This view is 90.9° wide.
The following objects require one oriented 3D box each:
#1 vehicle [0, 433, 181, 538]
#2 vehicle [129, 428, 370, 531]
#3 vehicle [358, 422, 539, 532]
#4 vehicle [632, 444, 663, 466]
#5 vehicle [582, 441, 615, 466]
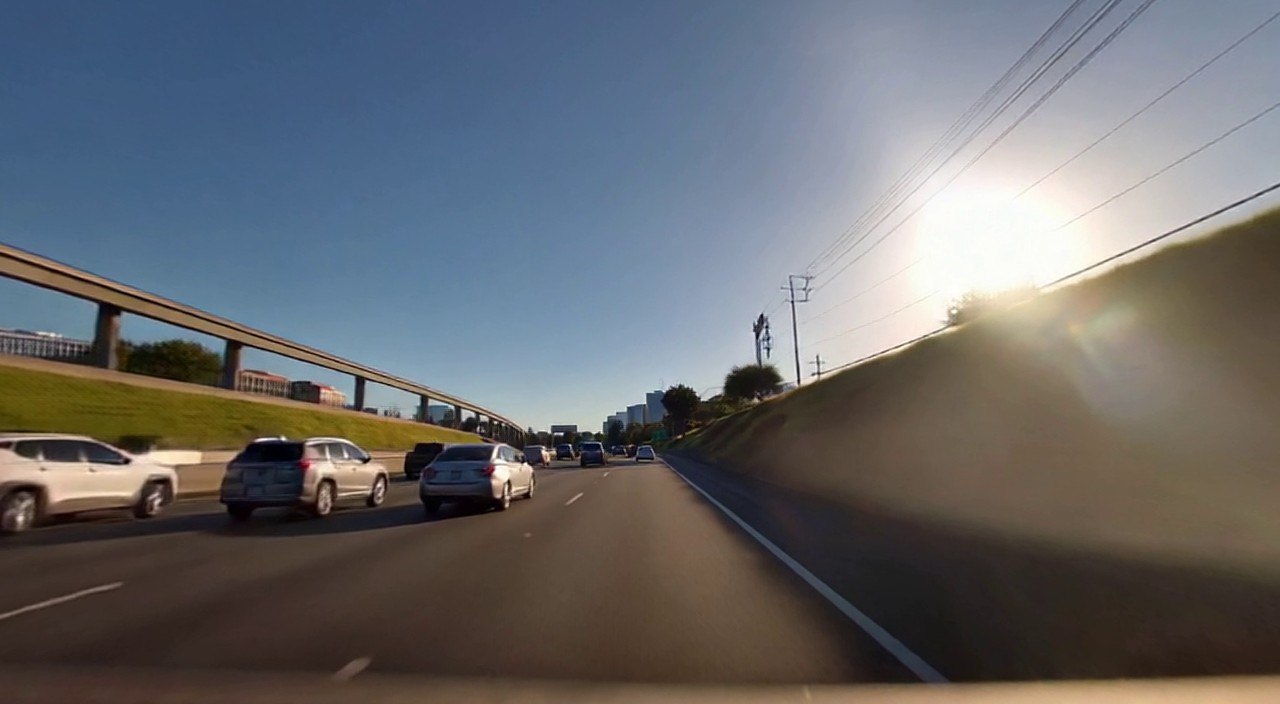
[{"bbox_3d":[-11.029,2.317,11.376,1.951,1.628,4.617,0,-8,1],"label":"vehicle"},{"bbox_3d":[-7.232,2.377,12.340,1.959,1.652,4.170,0,-8,1],"label":"vehicle"},{"bbox_3d":[-3.430,2.331,12.361,2.052,1.731,4.372,0,-8,2],"label":"vehicle"},{"bbox_3d":[0.495,7.362,45.295,2.074,1.465,3.977,0,-8,-1],"label":"vehicle"},{"bbox_3d":[-3.112,7.748,48.240,2.093,1.831,4.712,0,-8,1],"label":"vehicle"}]
